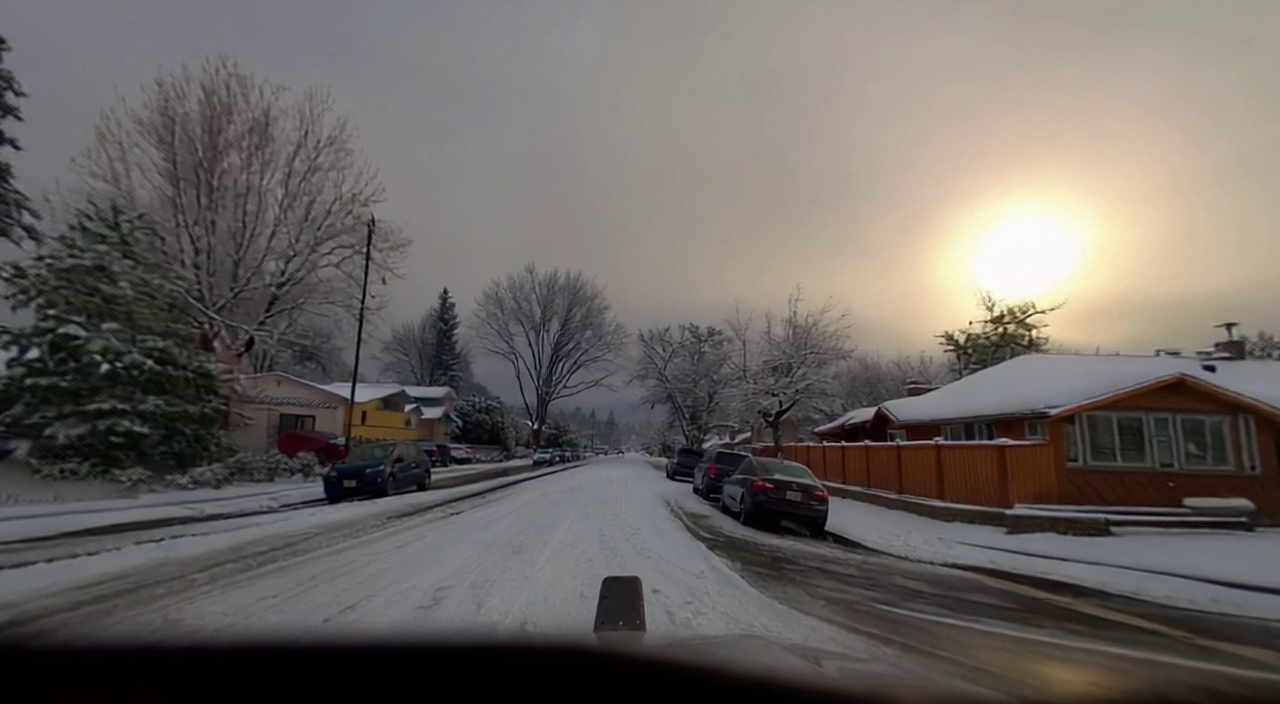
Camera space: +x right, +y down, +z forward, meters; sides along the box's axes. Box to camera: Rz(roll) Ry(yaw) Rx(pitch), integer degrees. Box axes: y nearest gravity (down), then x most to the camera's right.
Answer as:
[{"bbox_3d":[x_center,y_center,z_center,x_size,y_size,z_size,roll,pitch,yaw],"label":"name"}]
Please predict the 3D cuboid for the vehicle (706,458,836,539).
[{"bbox_3d":[2.802,3.243,14.550,1.881,1.487,4.183,1,-9,-3],"label":"vehicle"}]

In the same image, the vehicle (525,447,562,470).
[{"bbox_3d":[-7.472,8.265,49.376,1.988,1.653,4.351,-1,-8,4],"label":"vehicle"}]

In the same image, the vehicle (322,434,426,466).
[{"bbox_3d":[-13.499,5.028,32.308,4.423,1.522,1.961,1,-9,-2],"label":"vehicle"}]
